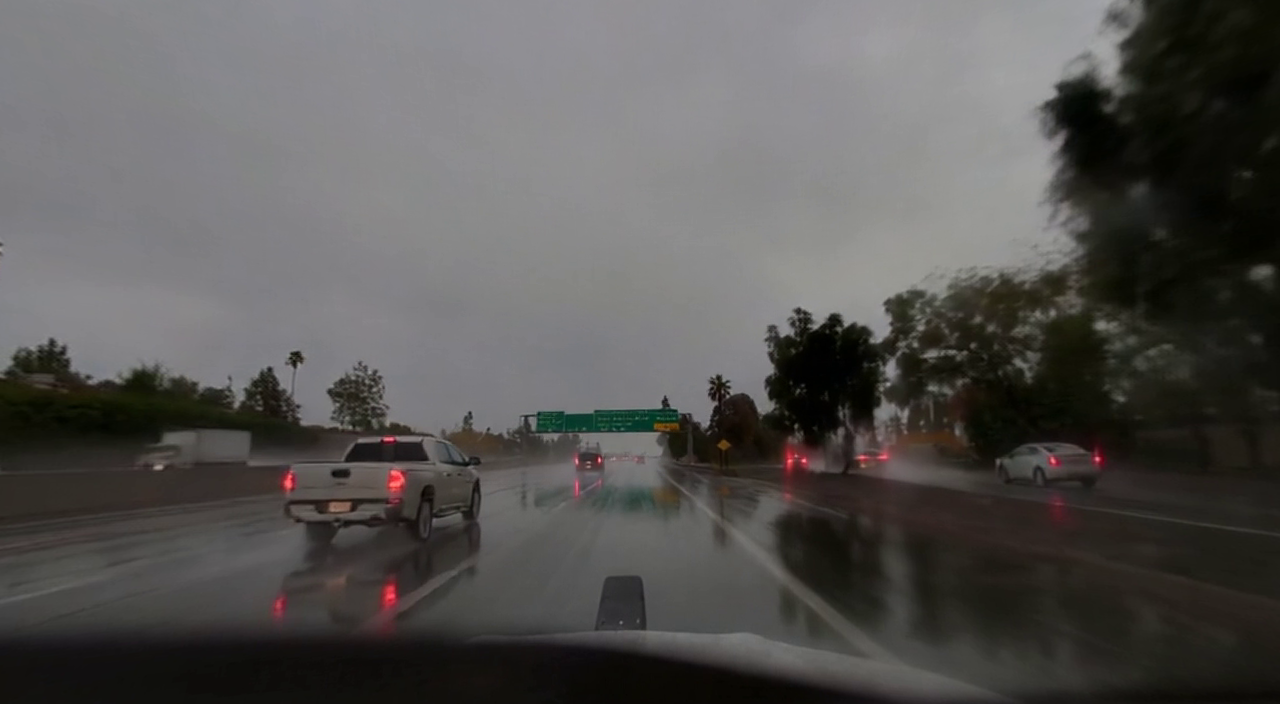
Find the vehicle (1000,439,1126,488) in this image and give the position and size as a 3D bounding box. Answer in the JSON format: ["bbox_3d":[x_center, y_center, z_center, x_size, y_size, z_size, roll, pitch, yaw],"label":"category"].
[{"bbox_3d":[16.892,4.476,25.534,1.991,1.755,4.836,-1,-9,4],"label":"vehicle"}]

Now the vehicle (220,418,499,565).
[{"bbox_3d":[-3.911,2.058,10.027,2.162,1.747,4.791,0,-9,1],"label":"vehicle"}]

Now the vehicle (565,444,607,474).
[{"bbox_3d":[-3.673,7.483,44.175,2.420,1.937,5.916,0,-9,0],"label":"vehicle"}]
